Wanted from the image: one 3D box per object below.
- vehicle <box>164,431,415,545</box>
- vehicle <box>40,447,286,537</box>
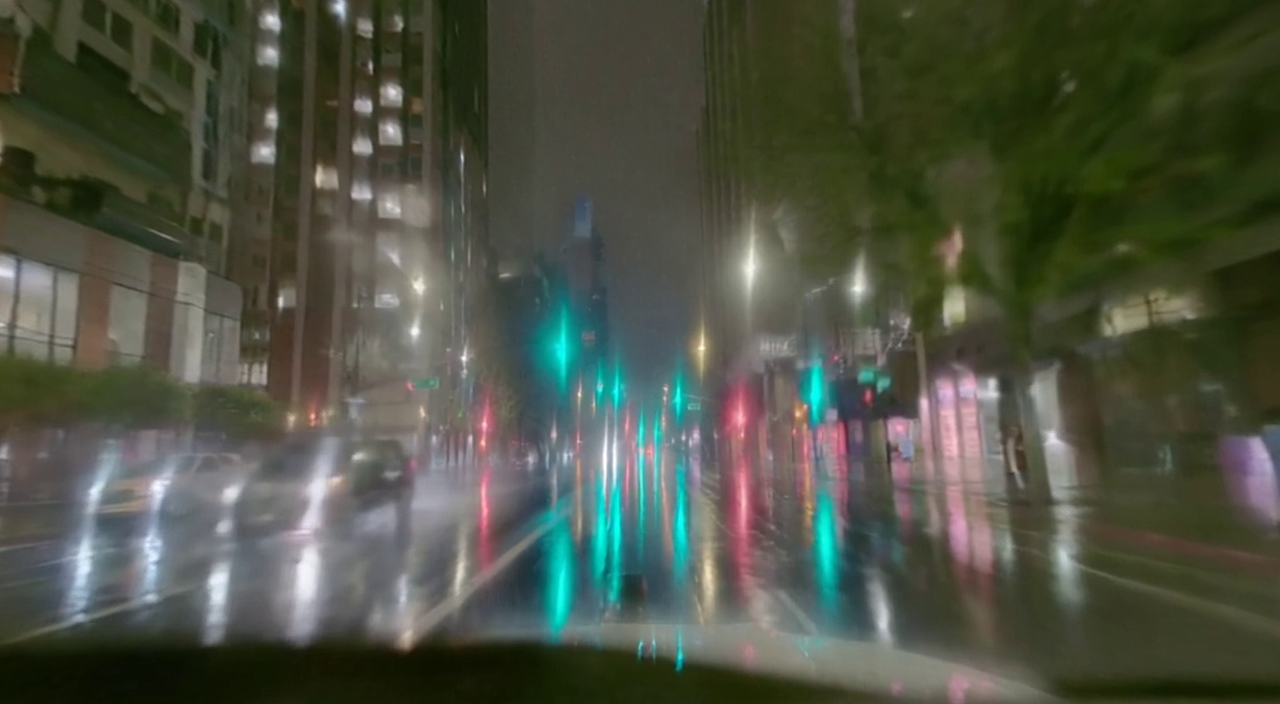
[{"bbox_3d":[-6.103,2.389,11.742,2.128,1.704,4.343,0,-9,1],"label":"vehicle"},{"bbox_3d":[-12.256,3.557,16.862,2.126,1.963,5.547,0,-9,2],"label":"vehicle"}]
